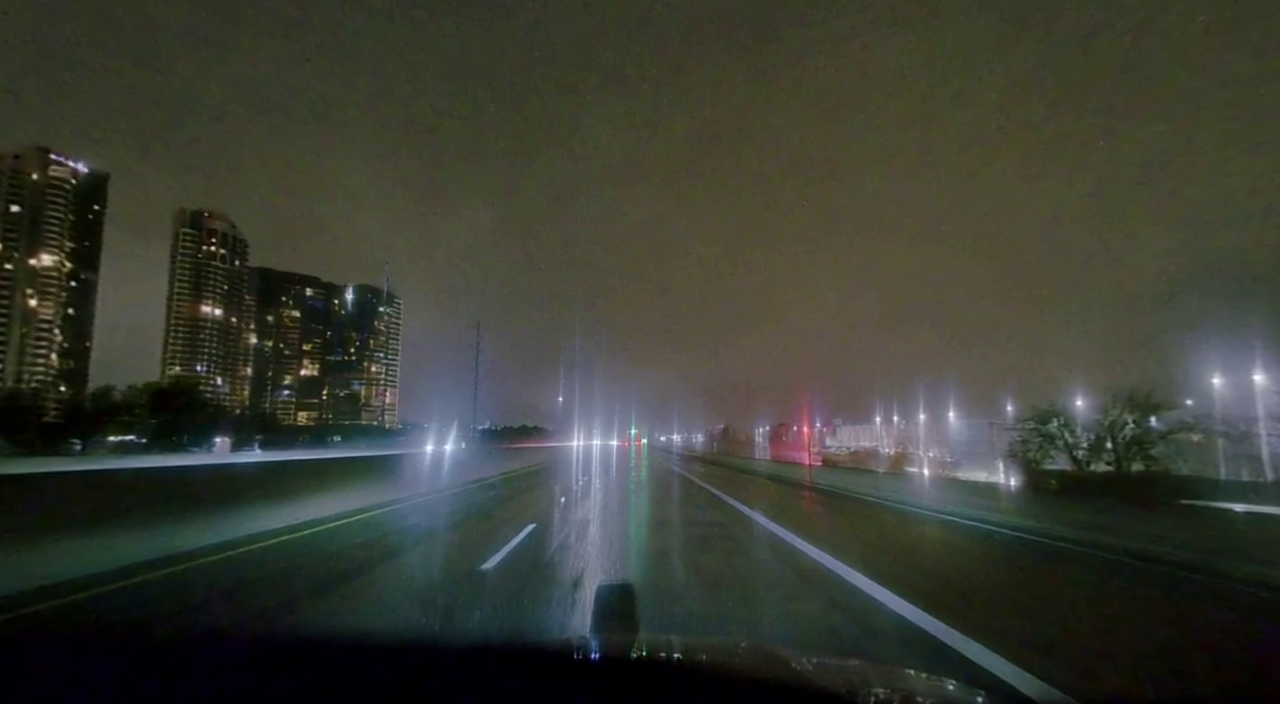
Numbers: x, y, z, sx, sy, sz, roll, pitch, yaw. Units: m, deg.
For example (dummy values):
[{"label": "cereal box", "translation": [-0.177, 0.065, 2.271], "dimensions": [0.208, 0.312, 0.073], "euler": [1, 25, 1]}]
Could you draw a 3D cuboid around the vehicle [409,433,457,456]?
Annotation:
[{"label": "vehicle", "translation": [-14.754, 6.601, 45.090], "dimensions": [1.894, 1.551, 4.534], "euler": [0, -8, 1]}]
